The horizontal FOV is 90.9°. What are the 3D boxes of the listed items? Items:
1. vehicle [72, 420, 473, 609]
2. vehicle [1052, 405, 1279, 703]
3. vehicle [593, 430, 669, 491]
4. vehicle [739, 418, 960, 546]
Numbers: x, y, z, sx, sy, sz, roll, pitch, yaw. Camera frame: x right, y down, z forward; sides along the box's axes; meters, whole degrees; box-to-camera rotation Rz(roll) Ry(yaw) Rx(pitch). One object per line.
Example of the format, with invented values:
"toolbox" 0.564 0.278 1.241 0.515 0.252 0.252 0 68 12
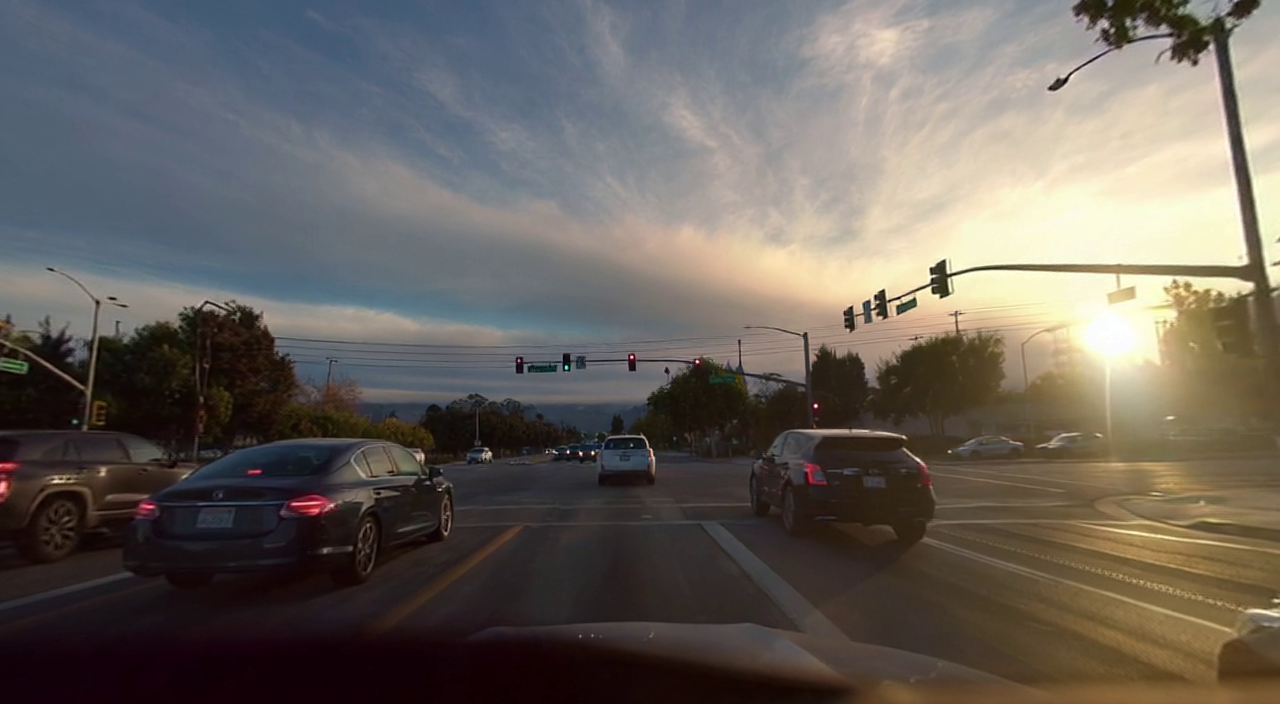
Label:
"vehicle" -3.527 1.621 7.290 1.941 1.492 4.399 0 -8 1
"vehicle" 3.180 0.763 1.113 1.960 1.460 4.233 0 -8 -1
"vehicle" -0.244 3.466 20.405 2.215 1.749 3.976 0 -8 1
"vehicle" 3.201 2.089 10.829 2.097 1.707 4.461 0 -8 -2
